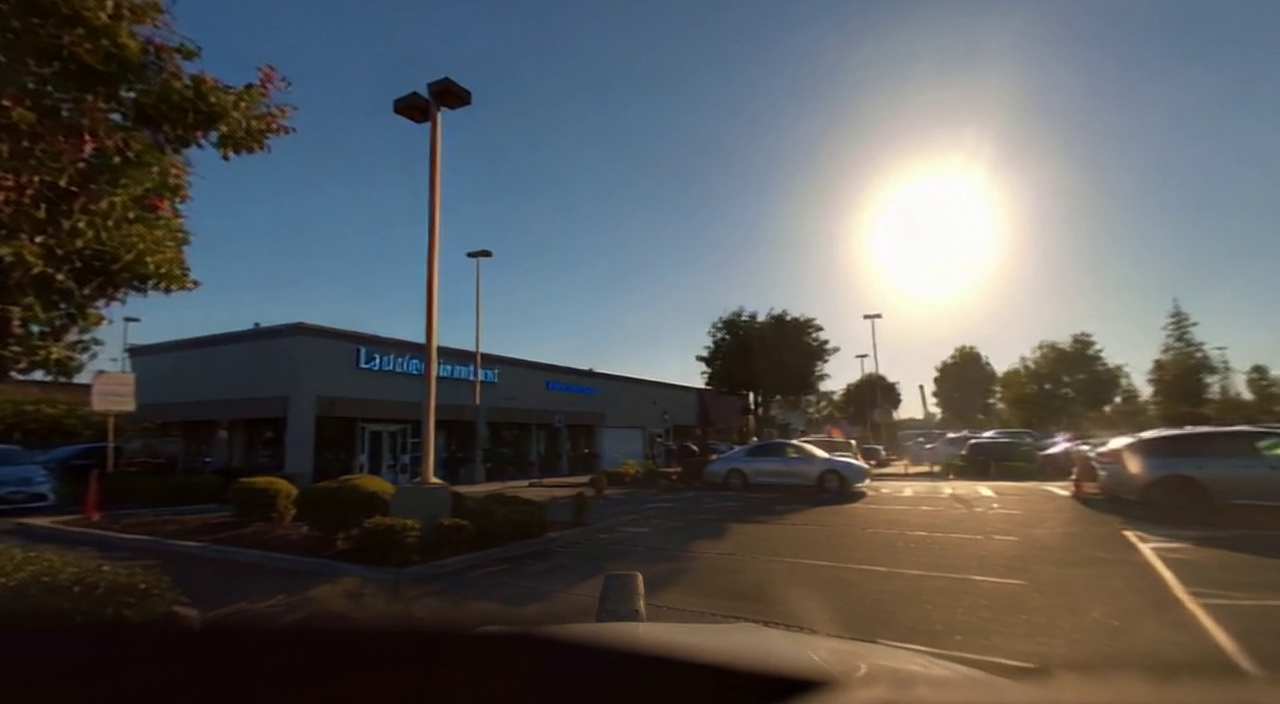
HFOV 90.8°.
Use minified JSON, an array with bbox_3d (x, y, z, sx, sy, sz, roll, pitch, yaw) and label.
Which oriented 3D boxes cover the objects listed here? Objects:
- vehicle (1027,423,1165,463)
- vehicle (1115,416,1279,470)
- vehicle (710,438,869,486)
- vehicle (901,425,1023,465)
[{"bbox_3d":[20.199,4.077,28.274,4.666,1.634,1.816,-4,-11,25],"label":"vehicle"},{"bbox_3d":[17.984,2.911,20.217,4.030,1.556,2.057,-5,-9,27],"label":"vehicle"},{"bbox_3d":[4.939,3.620,21.080,4.772,1.441,1.976,-5,-9,27],"label":"vehicle"},{"bbox_3d":[15.450,4.511,30.538,4.939,1.664,2.055,-6,-6,26],"label":"vehicle"}]
